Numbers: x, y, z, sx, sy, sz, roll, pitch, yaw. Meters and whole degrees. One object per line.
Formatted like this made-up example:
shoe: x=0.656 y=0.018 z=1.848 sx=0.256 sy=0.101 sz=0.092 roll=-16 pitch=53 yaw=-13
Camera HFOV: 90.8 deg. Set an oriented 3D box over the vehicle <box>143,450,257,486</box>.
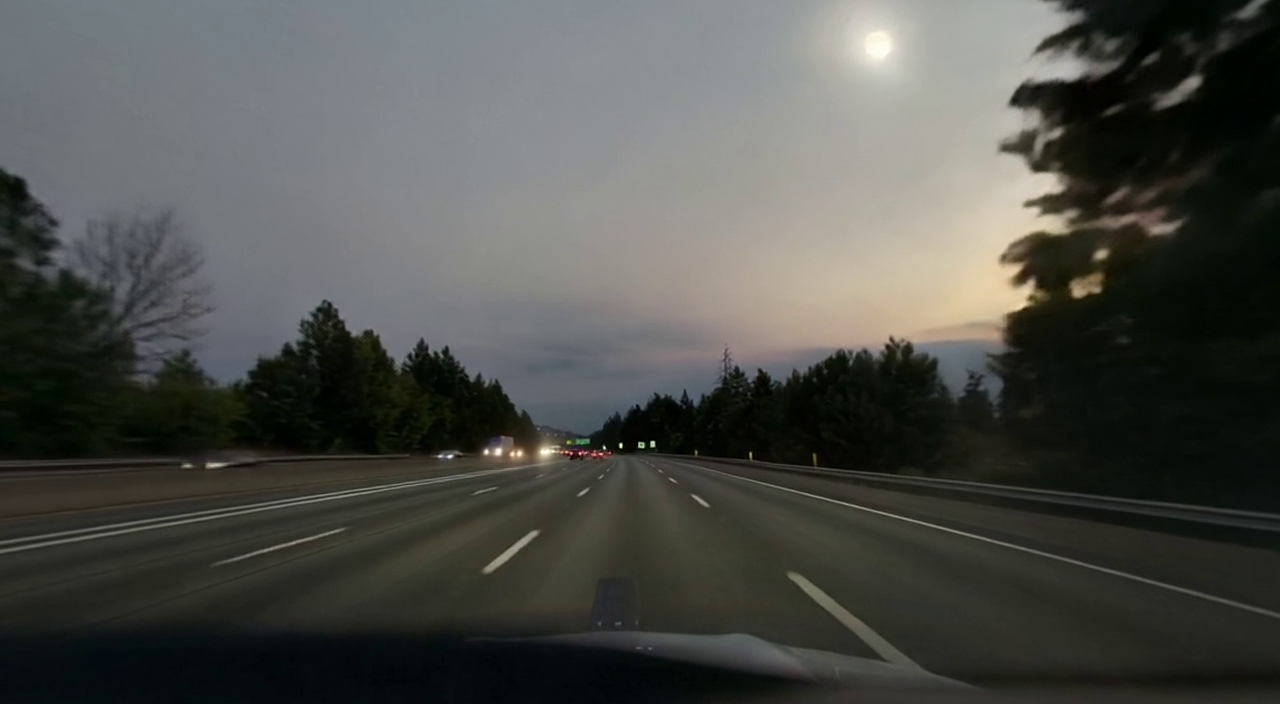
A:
vehicle: x=-21.651 y=5.698 z=31.367 sx=2.186 sy=1.603 sz=4.899 roll=0 pitch=-9 yaw=-1
